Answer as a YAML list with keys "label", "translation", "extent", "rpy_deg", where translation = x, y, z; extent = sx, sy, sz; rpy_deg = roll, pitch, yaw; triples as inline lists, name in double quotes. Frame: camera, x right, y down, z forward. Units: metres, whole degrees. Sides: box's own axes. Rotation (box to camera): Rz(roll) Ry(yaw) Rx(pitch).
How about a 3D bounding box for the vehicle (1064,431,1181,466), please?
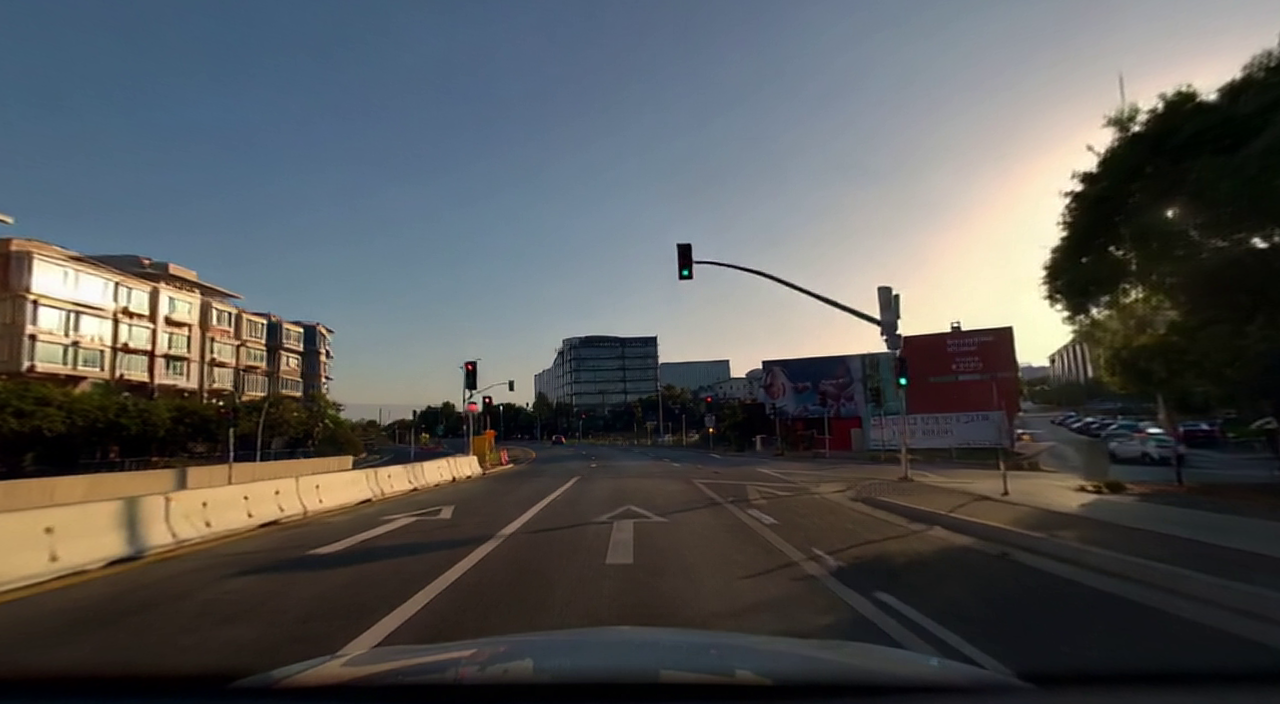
- label: "vehicle"
  translation: [22.285, 4.483, 29.156]
  extent: [1.717, 1.486, 3.824]
  rpy_deg: [4, -10, -32]
